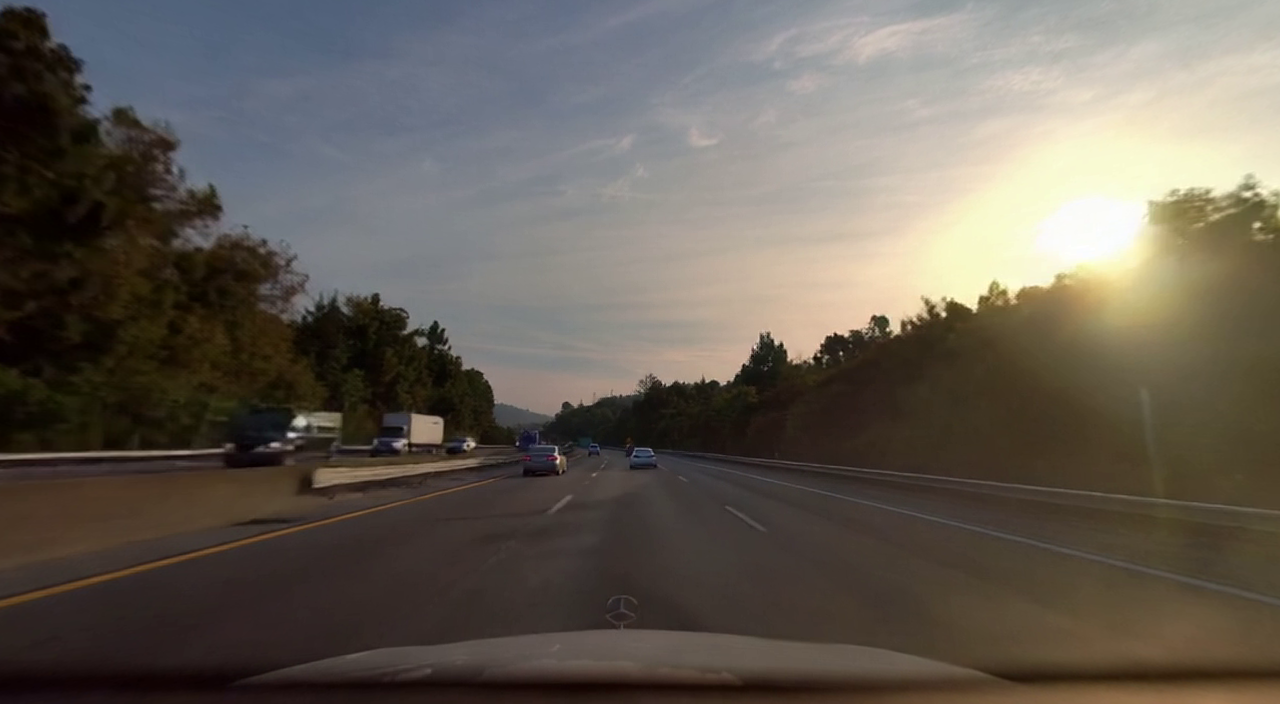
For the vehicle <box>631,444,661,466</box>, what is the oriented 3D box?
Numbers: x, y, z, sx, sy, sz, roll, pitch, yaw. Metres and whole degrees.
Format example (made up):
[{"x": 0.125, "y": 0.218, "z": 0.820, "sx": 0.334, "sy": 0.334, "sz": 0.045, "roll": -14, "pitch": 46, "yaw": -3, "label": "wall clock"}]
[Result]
[{"x": 0.380, "y": 7.422, "z": 45.530, "sx": 2.008, "sy": 1.499, "sz": 3.192, "roll": 0, "pitch": -8, "yaw": -2, "label": "vehicle"}]

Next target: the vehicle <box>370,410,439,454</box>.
[{"x": -18.186, "y": 6.353, "z": 49.335, "sx": 2.562, "sy": 3.155, "sz": 7.175, "roll": 0, "pitch": -9, "yaw": 0, "label": "vehicle"}]

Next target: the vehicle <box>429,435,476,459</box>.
[{"x": -13.213, "y": 6.767, "z": 44.840, "sx": 1.988, "sy": 1.578, "sz": 4.686, "roll": 0, "pitch": -8, "yaw": -1, "label": "vehicle"}]

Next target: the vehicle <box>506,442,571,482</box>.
[{"x": -4.185, "y": 4.600, "z": 26.704, "sx": 2.054, "sy": 1.500, "sz": 4.469, "roll": 0, "pitch": -8, "yaw": 0, "label": "vehicle"}]

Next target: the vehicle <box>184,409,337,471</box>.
[{"x": -12.868, "y": 3.071, "z": 21.901, "sx": 2.240, "sy": 1.873, "sz": 4.906, "roll": 0, "pitch": -9, "yaw": 0, "label": "vehicle"}]
